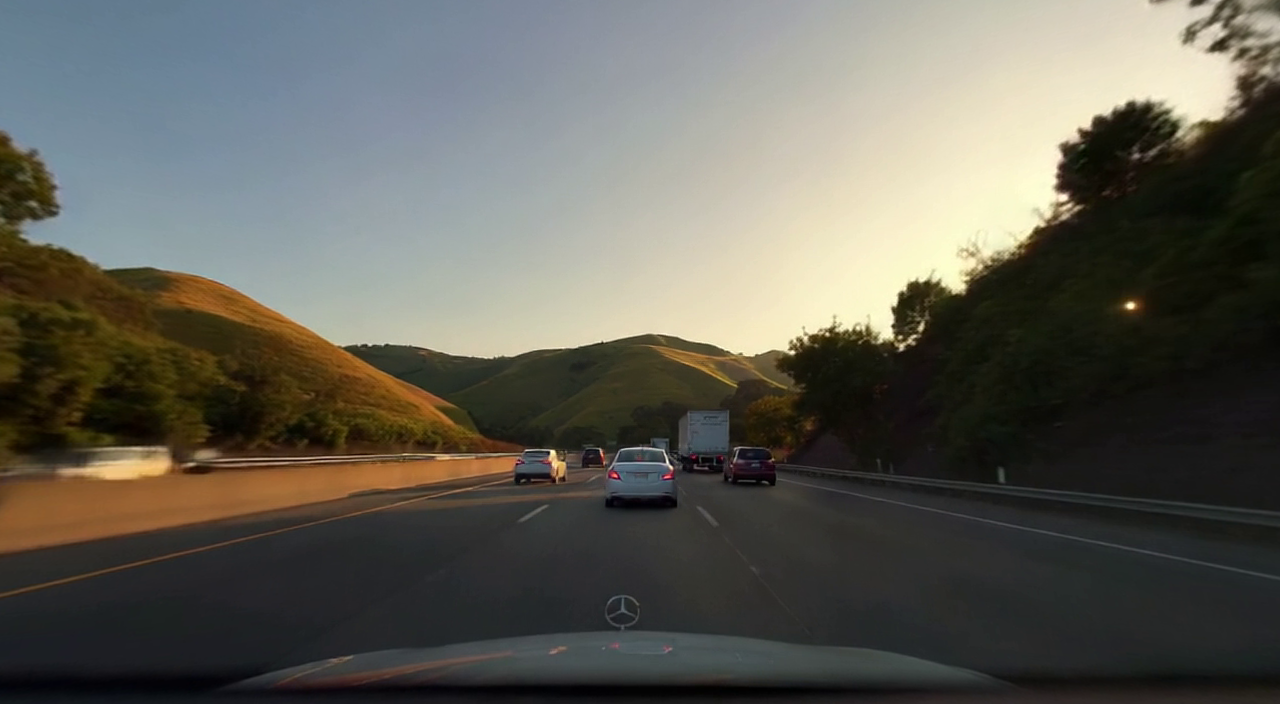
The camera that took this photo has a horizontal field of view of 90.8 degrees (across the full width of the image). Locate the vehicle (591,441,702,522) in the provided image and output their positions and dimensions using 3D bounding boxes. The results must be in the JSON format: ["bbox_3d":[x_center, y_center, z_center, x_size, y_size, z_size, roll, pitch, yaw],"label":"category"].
[{"bbox_3d":[0.121,2.686,13.521,2.041,1.484,3.535,0,-9,0],"label":"vehicle"}]

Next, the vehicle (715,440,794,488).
[{"bbox_3d":[4.101,4.111,23.340,2.029,1.579,4.484,0,-9,-1],"label":"vehicle"}]

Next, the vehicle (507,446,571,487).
[{"bbox_3d":[-3.956,4.537,25.295,1.848,1.486,3.832,-1,-9,2],"label":"vehicle"}]

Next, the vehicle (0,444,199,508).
[{"bbox_3d":[-15.516,3.496,18.221,1.959,1.574,4.844,0,-9,1],"label":"vehicle"}]
